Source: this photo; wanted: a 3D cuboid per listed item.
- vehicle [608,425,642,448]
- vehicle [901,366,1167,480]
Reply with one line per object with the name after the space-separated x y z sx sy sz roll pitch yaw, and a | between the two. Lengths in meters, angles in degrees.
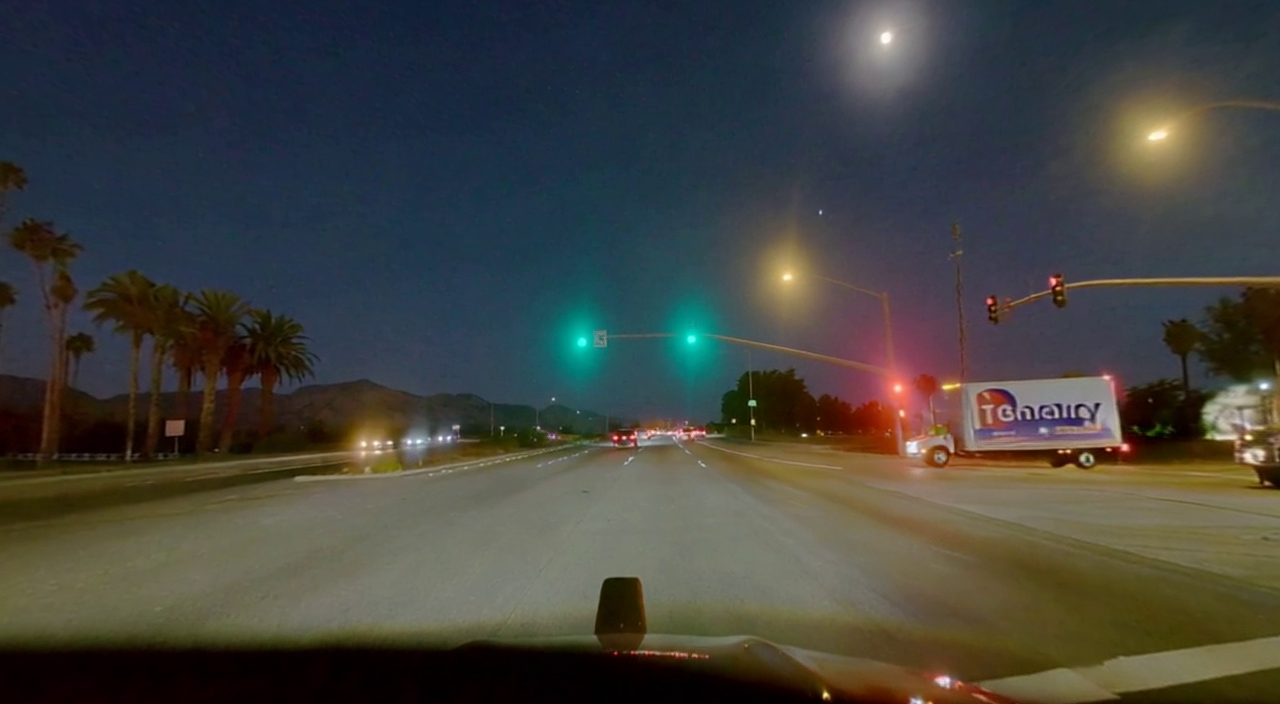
-1.119 6.731 49.582 2.287 1.712 4.537 -1 -8 4 | vehicle
13.001 2.539 21.711 7.088 3.414 3.237 -4 -9 23 | vehicle
